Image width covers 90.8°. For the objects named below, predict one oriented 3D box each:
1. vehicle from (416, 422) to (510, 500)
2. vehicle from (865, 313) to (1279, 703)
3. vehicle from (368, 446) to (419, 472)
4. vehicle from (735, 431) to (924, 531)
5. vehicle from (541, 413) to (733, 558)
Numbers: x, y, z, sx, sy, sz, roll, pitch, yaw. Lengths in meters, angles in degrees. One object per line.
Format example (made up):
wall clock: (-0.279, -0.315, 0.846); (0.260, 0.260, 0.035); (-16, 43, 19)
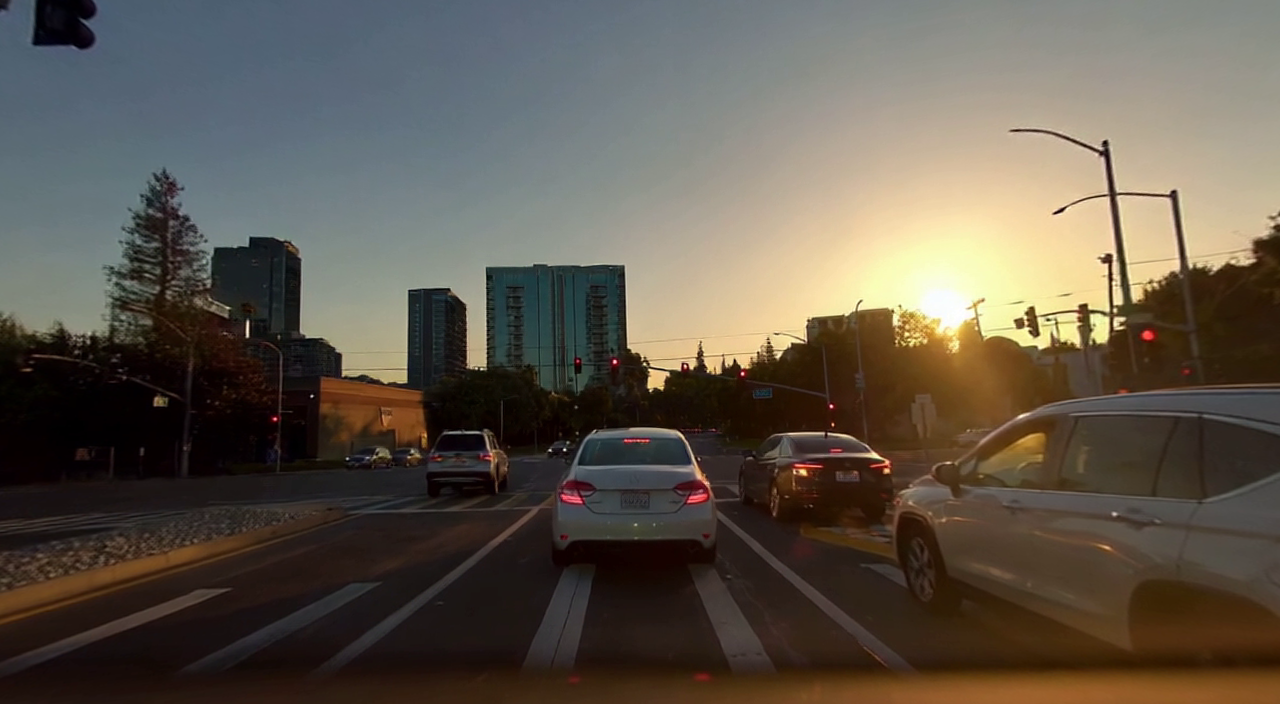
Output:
vehicle: (-4.692, 2.943, 17.387); (2.021, 1.837, 4.448); (1, -9, -10)
vehicle: (3.011, 0.917, 3.160); (2.103, 1.701, 4.294); (0, -8, -1)
vehicle: (-18.763, 8.138, 48.362); (2.026, 1.836, 4.726); (0, -8, 0)
vehicle: (3.162, 2.252, 11.669); (2.001, 1.463, 4.398); (0, -8, -2)
vehicle: (-0.081, 1.825, 9.290); (2.188, 1.637, 4.027); (0, -8, -1)
